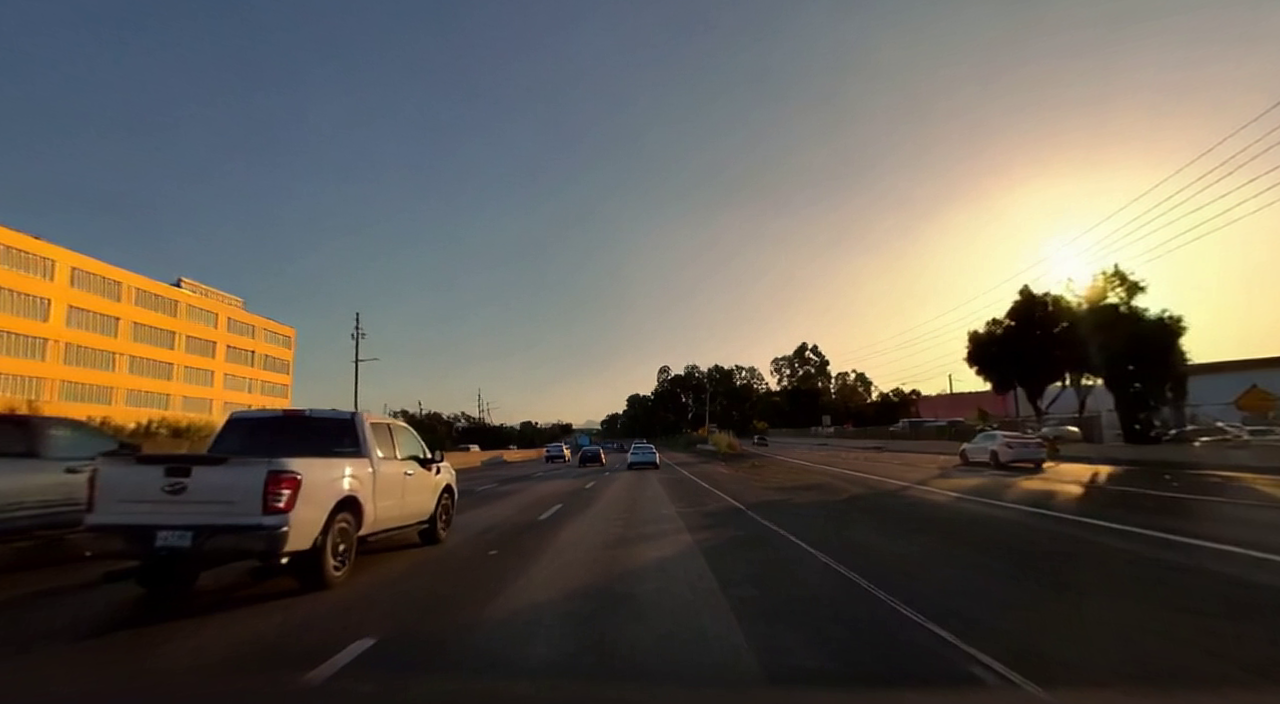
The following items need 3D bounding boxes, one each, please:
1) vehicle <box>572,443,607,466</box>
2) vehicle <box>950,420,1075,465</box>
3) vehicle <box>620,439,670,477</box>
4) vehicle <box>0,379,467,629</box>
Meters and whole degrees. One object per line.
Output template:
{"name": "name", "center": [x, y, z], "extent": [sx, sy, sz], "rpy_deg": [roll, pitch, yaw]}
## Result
{"name": "vehicle", "center": [-3.555, 7.260, 44.997], "extent": [2.059, 1.508, 4.662], "rpy_deg": [0, -8, 0]}
{"name": "vehicle", "center": [13.620, 3.351, 23.442], "extent": [1.966, 1.484, 4.610], "rpy_deg": [-1, -8, 3]}
{"name": "vehicle", "center": [0.211, 4.717, 28.339], "extent": [2.107, 1.538, 3.999], "rpy_deg": [0, -8, 0]}
{"name": "vehicle", "center": [-3.904, 1.512, 7.356], "extent": [2.250, 1.872, 5.038], "rpy_deg": [-1, -8, 1]}
